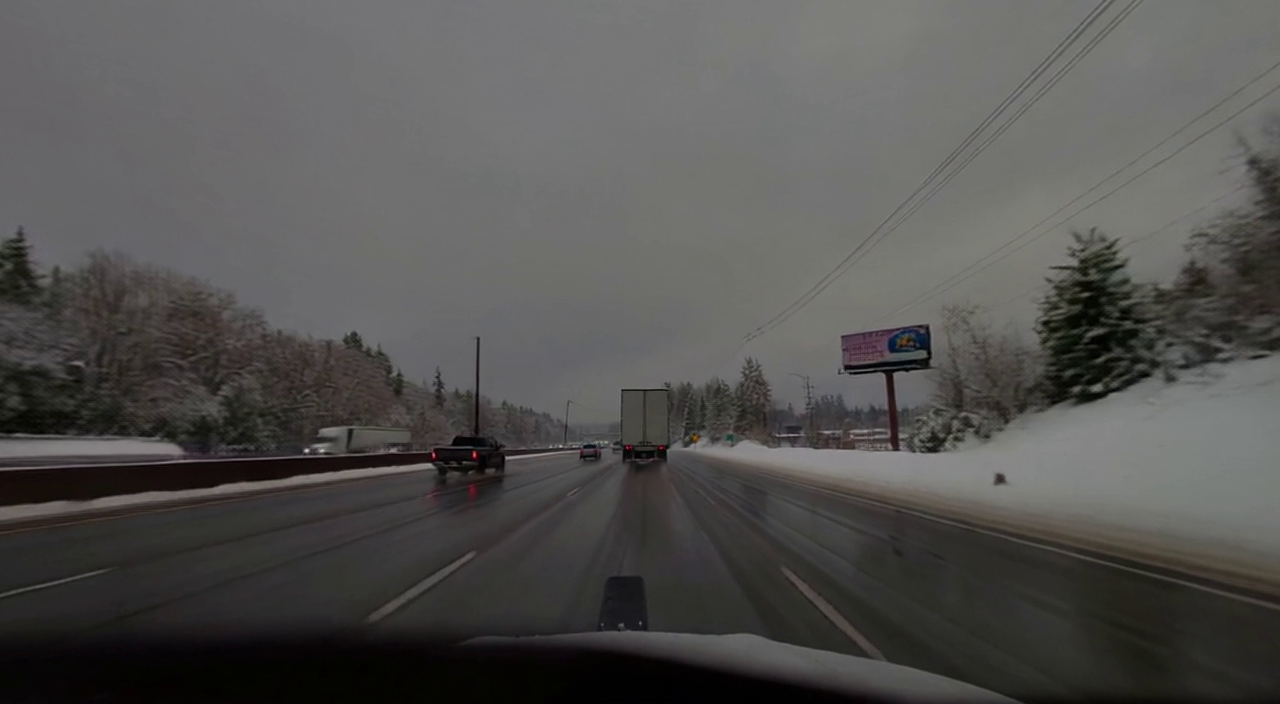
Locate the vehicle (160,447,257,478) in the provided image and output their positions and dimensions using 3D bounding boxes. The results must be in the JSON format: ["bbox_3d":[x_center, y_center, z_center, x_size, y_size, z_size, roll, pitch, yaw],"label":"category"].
[{"bbox_3d":[-21.850,5.562,32.160,1.732,1.442,4.458,0,-8,1],"label":"vehicle"}]

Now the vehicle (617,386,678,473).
[{"bbox_3d":[0.553,4.449,35.300,2.879,4.027,11.243,0,-8,2],"label":"vehicle"}]

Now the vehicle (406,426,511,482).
[{"bbox_3d":[-6.987,4.009,25.076,2.263,1.936,5.802,0,-8,2],"label":"vehicle"}]

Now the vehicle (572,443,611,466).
[{"bbox_3d":[-3.293,7.038,43.615,2.138,1.469,4.677,-1,-8,3],"label":"vehicle"}]

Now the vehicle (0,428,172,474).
[{"bbox_3d":[-32.864,5.367,34.329,2.683,2.234,16.264,0,-8,0],"label":"vehicle"}]
